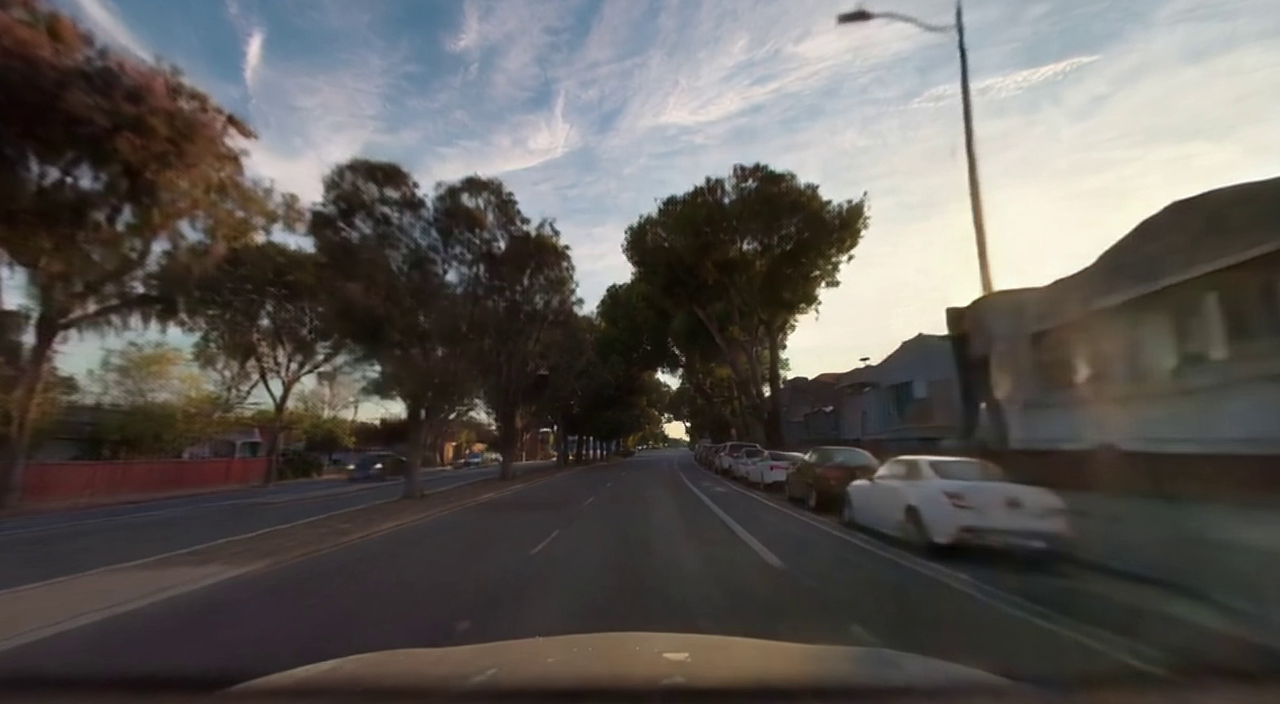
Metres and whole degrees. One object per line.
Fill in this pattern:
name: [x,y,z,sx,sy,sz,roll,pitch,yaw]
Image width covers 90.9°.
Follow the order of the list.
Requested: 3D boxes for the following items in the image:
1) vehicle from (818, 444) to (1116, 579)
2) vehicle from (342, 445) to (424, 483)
vehicle: [4.174,2.059,9.162,1.833,1.399,4.727,0,-8,1]
vehicle: [-12.817,5.582,31.821,2.045,1.712,4.511,-1,-8,3]
